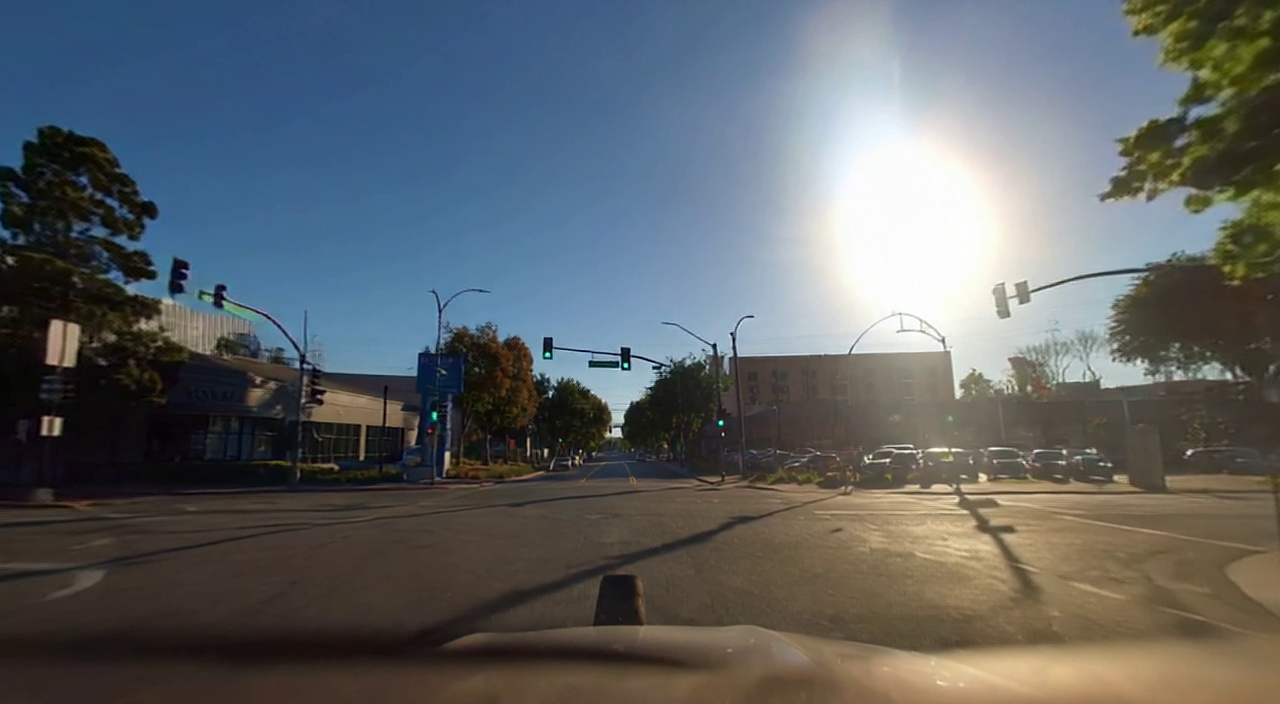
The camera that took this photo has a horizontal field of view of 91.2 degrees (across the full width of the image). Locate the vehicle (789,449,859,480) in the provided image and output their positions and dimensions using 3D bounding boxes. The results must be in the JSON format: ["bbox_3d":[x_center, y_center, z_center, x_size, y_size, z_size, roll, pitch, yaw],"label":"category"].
[{"bbox_3d":[9.959,5.993,33.720,1.955,1.508,4.295,-7,-11,40],"label":"vehicle"}]

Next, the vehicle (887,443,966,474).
[{"bbox_3d":[15.711,5.795,34.300,4.522,1.546,1.941,7,-11,-37],"label":"vehicle"}]

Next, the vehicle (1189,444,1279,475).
[{"bbox_3d":[27.945,5.008,29.277,1.591,1.332,3.202,-1,-10,0],"label":"vehicle"}]

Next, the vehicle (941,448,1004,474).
[{"bbox_3d":[20.502,6.713,38.807,1.923,1.463,3.758,0,-7,2],"label":"vehicle"}]

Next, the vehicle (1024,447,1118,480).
[{"bbox_3d":[19.936,5.125,29.170,1.851,1.388,3.475,0,-8,0],"label":"vehicle"}]
